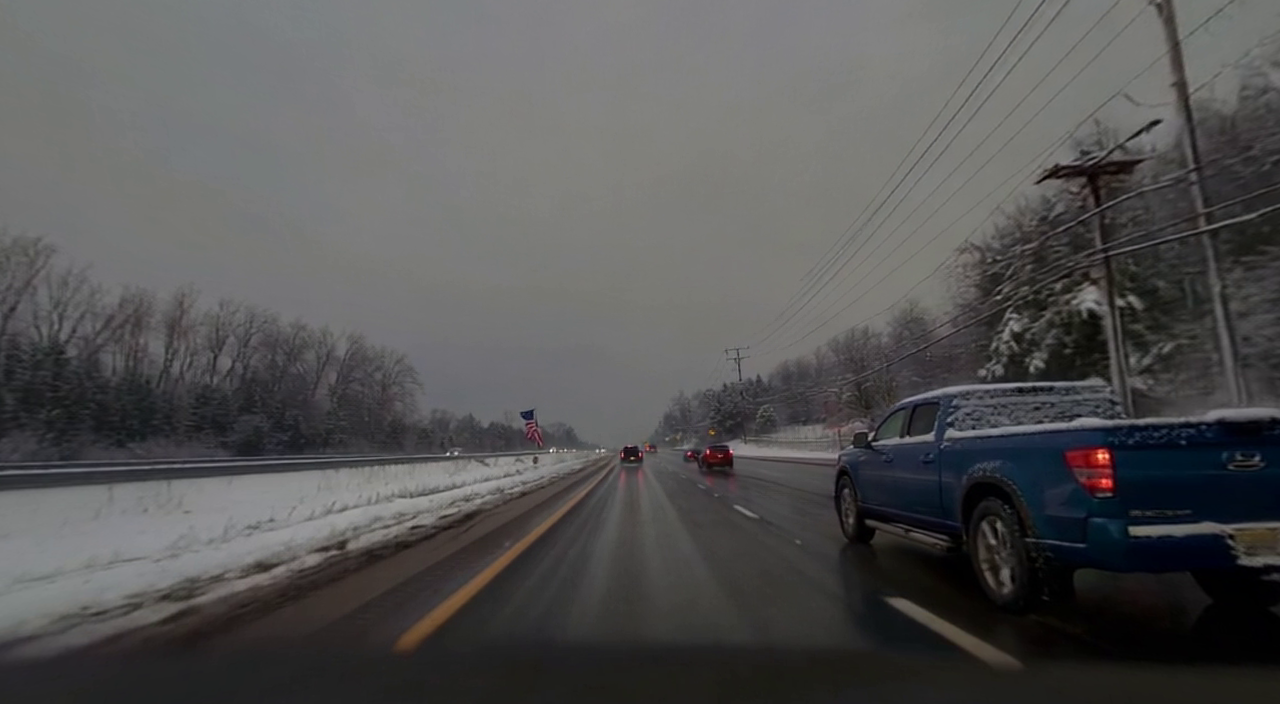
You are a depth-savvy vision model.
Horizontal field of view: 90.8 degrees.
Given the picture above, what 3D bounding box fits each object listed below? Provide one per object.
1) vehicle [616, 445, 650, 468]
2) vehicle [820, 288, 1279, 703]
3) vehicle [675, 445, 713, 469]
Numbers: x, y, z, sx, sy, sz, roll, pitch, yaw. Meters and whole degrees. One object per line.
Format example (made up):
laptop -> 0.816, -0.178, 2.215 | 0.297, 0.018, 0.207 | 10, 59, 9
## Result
vehicle -> -0.447, 6.785, 41.183 | 2.085, 1.449, 3.860 | 0, -8, -1
vehicle -> 3.798, 1.147, 5.739 | 2.461, 2.013, 6.075 | 0, -8, -1
vehicle -> 3.396, 6.720, 40.688 | 1.978, 1.488, 4.252 | 0, -8, -1
